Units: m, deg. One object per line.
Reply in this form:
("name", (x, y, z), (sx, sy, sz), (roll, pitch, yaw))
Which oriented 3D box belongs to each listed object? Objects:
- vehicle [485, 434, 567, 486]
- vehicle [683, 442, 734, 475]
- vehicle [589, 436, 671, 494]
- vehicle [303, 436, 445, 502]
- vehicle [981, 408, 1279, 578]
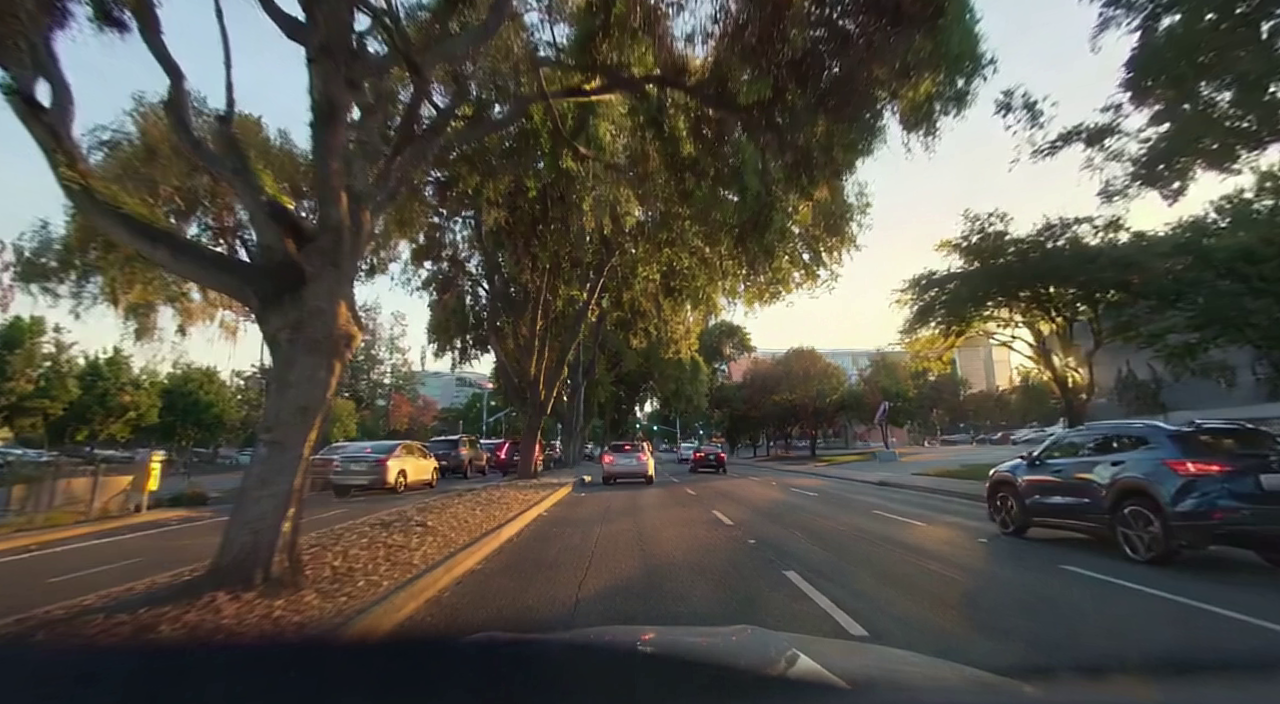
("vehicle", (-3.883, 3.771, 22.333), (2.009, 1.619, 4.376), (0, -9, 1))
("vehicle", (3.253, 5.154, 30.771), (1.905, 1.473, 4.183), (0, -9, -1))
("vehicle", (-0.274, 3.322, 18.913), (2.161, 1.501, 4.184), (0, -9, 0))
("vehicle", (-6.877, 3.061, 16.964), (1.877, 1.493, 4.624), (0, -9, -1))
("vehicle", (6.654, 1.711, 8.410), (1.889, 1.681, 4.120), (0, -9, 0))
